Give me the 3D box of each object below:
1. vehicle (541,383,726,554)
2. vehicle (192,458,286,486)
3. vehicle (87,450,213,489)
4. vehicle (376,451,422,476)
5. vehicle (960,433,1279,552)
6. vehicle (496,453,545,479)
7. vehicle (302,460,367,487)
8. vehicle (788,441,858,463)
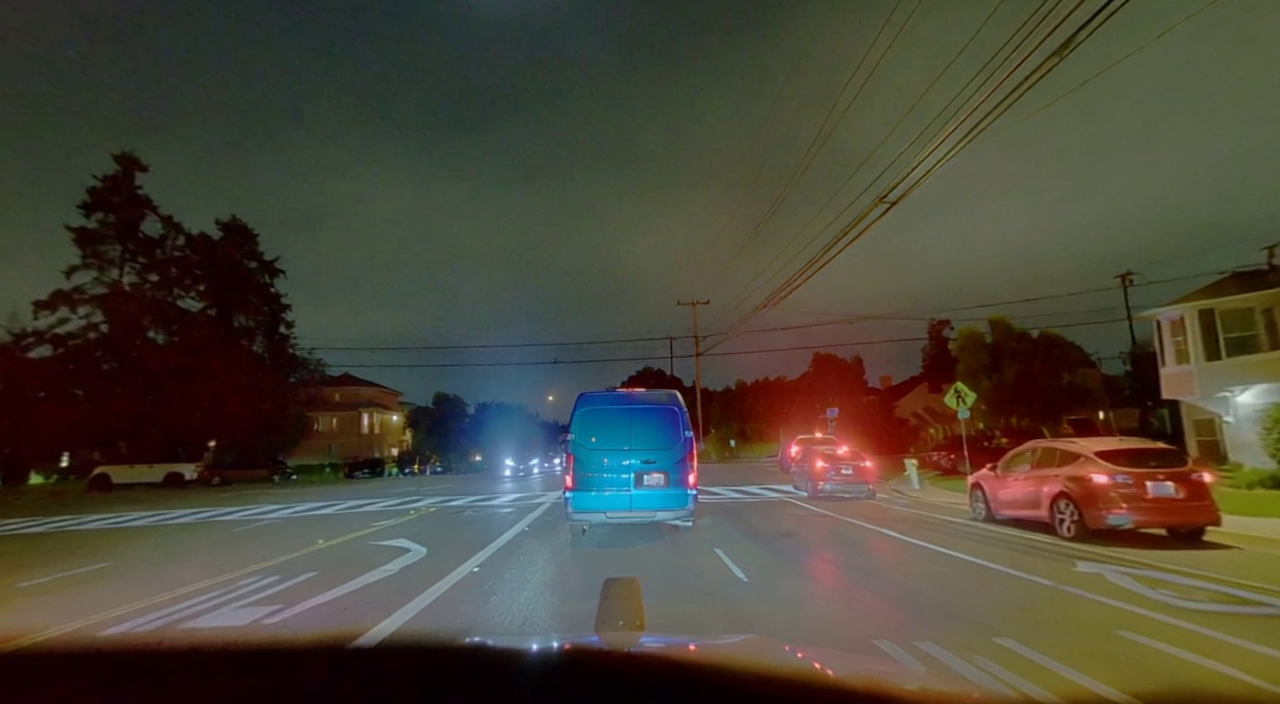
[{"bbox_3d":[-0.234,1.828,10.491,2.342,2.142,4.809,0,-9,-4],"label":"vehicle"},{"bbox_3d":[-27.331,8.197,43.191,4.972,1.776,2.057,0,-9,-1],"label":"vehicle"},{"bbox_3d":[-26.885,6.459,34.802,5.026,2.017,2.215,0,-9,-1],"label":"vehicle"},{"bbox_3d":[-17.970,8.305,47.320,1.841,1.769,4.105,0,-9,-1],"label":"vehicle"},{"bbox_3d":[7.346,2.134,10.310,1.883,1.504,4.220,0,-9,-2],"label":"vehicle"},{"bbox_3d":[-7.252,6.973,38.845,1.962,1.481,4.434,-1,-9,2],"label":"vehicle"},{"bbox_3d":[-18.392,7.292,38.250,1.816,1.445,4.120,0,-9,1],"label":"vehicle"},{"bbox_3d":[13.106,7.189,45.421,4.483,1.463,1.805,0,-9,-1],"label":"vehicle"}]
